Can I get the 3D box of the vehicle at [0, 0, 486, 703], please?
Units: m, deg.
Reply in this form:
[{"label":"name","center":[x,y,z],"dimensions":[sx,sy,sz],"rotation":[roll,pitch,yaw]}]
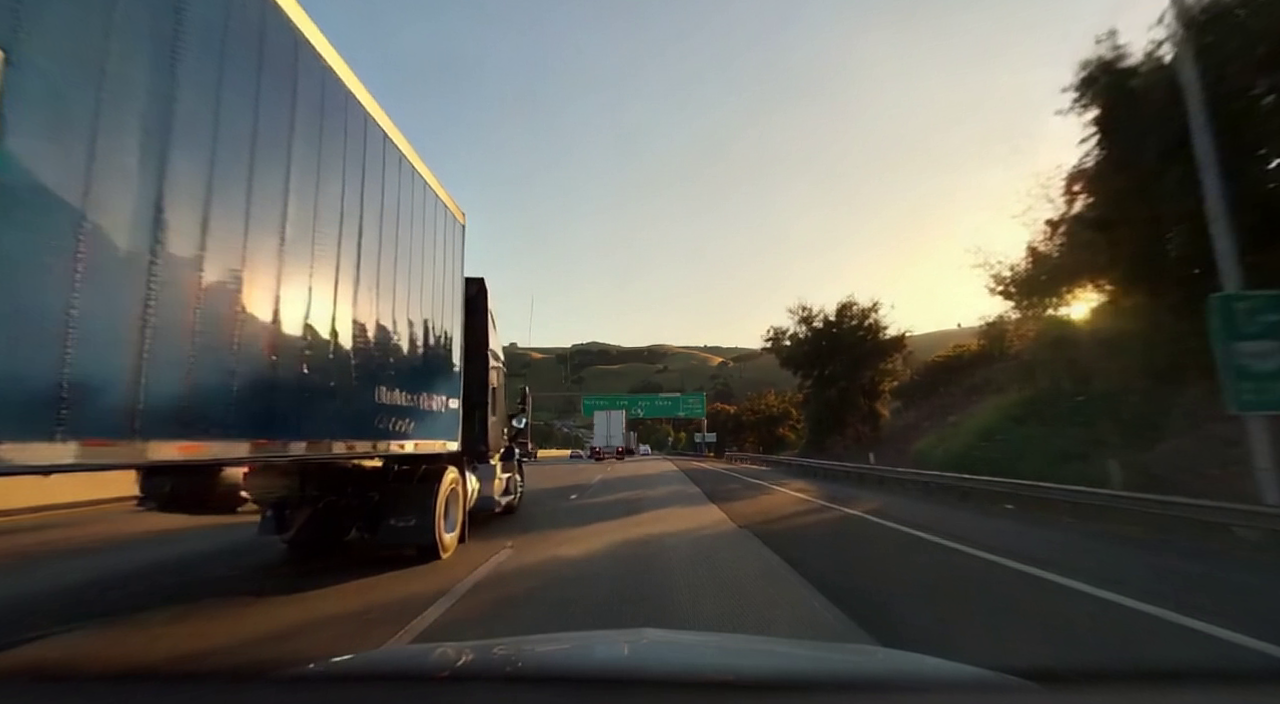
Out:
[{"label":"vehicle","center":[-3.451,-0.369,1.021],"dimensions":[2.963,4.128,13.357],"rotation":[0,-8,0]}]
